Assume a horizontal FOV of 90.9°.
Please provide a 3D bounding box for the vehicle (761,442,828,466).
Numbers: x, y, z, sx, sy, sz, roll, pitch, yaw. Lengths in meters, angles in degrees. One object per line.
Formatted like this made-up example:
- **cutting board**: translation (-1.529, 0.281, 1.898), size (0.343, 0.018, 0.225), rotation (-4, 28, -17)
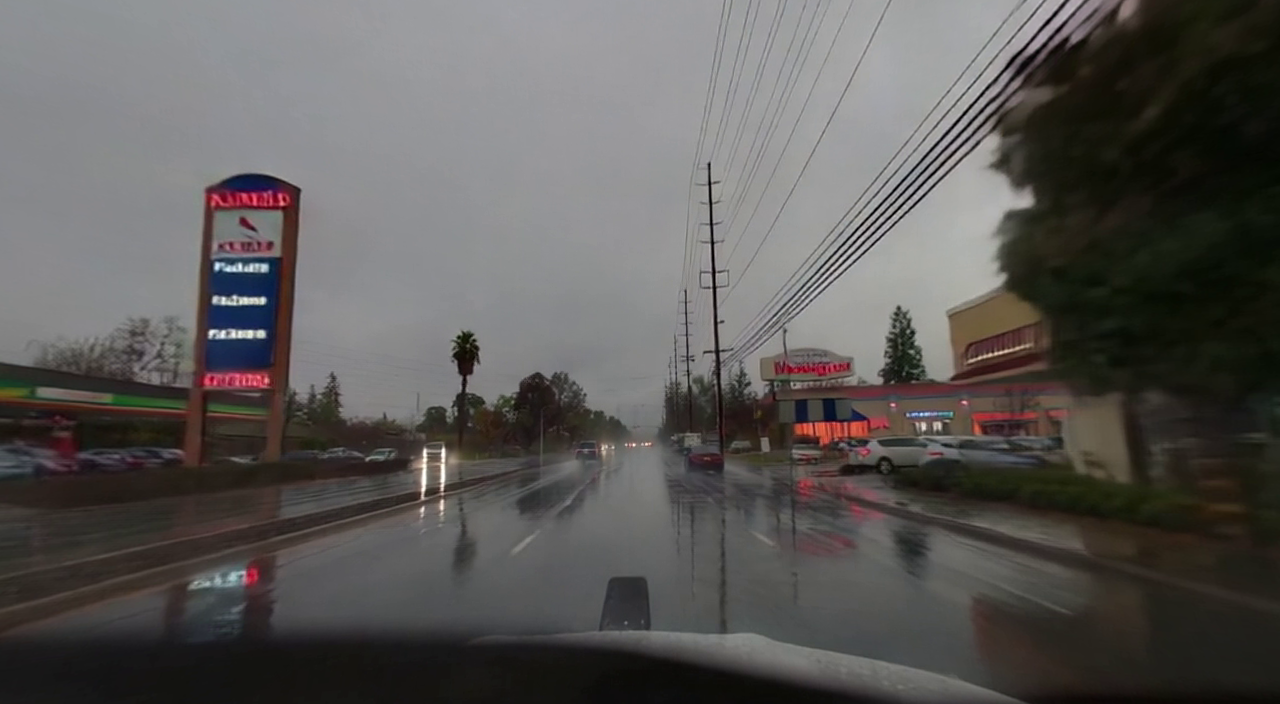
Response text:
- **vehicle**: translation (10.936, 7.232, 44.814), size (4.144, 1.540, 1.913), rotation (-1, -7, -7)

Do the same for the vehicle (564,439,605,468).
- **vehicle**: translation (-3.331, 6.200, 38.576), size (2.047, 1.664, 4.148), rotation (0, -9, 0)

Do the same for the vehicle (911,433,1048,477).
- **vehicle**: translation (12.919, 3.913, 24.105), size (4.126, 1.523, 2.063), rotation (1, -9, -11)

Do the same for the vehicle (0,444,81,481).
- **vehicle**: translation (-31.307, 5.585, 31.981), size (1.859, 1.704, 4.366), rotation (-1, -9, -1)

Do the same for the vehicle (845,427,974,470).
- **vehicle**: translation (12.148, 4.381, 28.644), size (4.832, 1.813, 2.170), rotation (0, -9, -5)

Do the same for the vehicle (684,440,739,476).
- **vehicle**: translation (3.338, 5.028, 30.134), size (1.978, 1.455, 4.195), rotation (3, -9, -1)
